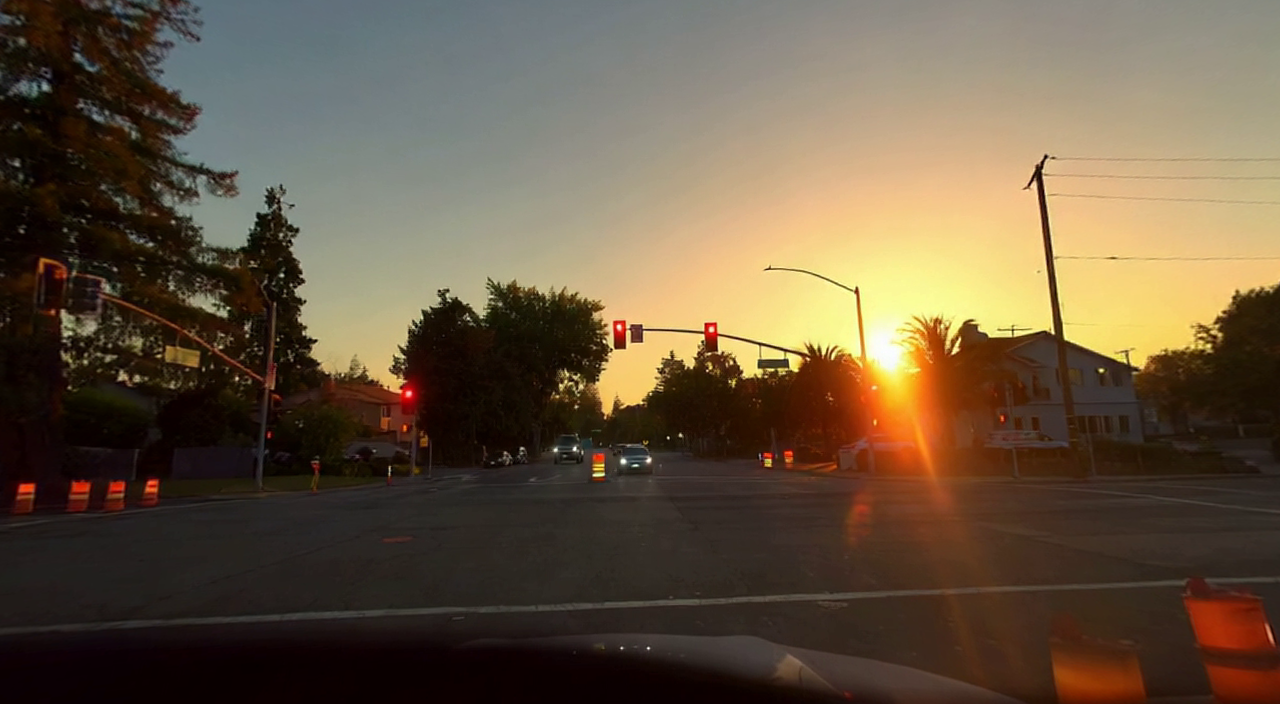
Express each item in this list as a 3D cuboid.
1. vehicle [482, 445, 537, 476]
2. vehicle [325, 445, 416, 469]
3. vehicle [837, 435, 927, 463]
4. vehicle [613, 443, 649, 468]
[{"bbox_3d":[-6.611,5.531,32.383,1.881,1.452,4.121,0,-8,0],"label":"vehicle"},{"bbox_3d":[-16.397,6.391,38.599,4.713,1.409,1.918,0,-8,-2],"label":"vehicle"},{"bbox_3d":[15.373,6.180,40.312,4.892,1.656,1.856,0,-8,0],"label":"vehicle"},{"bbox_3d":[-0.532,6.305,38.631,2.105,1.457,4.173,0,-8,-1],"label":"vehicle"}]
